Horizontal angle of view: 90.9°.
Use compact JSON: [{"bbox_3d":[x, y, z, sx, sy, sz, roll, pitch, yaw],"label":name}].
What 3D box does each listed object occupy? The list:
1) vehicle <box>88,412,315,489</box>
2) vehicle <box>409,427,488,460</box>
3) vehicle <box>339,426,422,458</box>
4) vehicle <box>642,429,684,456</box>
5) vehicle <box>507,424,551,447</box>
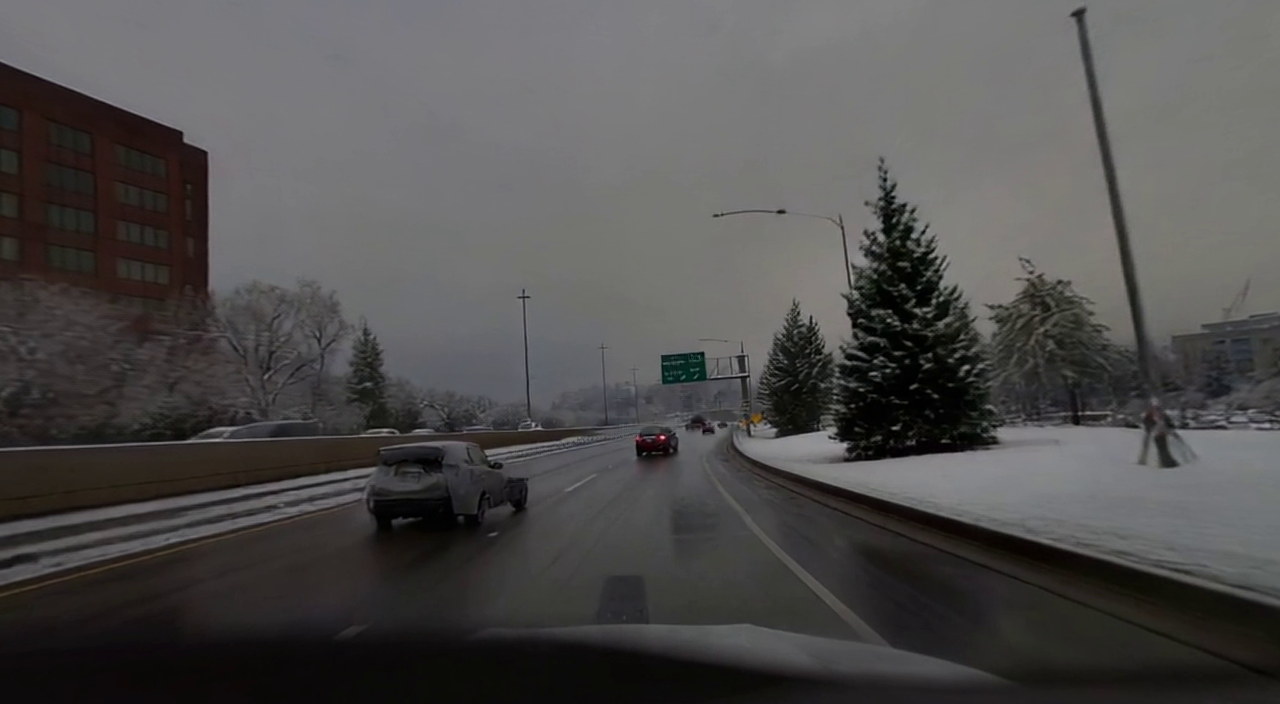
[{"bbox_3d":[-10.203,2.360,15.265,1.943,1.536,4.656,-1,-8,3],"label":"vehicle"},{"bbox_3d":[-9.237,4.473,30.826,2.020,1.470,4.639,-1,-8,6],"label":"vehicle"},{"bbox_3d":[-13.128,4.616,32.239,1.930,1.480,4.663,-1,-8,5],"label":"vehicle"},{"bbox_3d":[1.405,5.339,37.073,2.035,1.460,4.497,-2,-8,7],"label":"vehicle"},{"bbox_3d":[-8.037,6.153,46.023,1.982,1.586,4.452,-1,-8,7],"label":"vehicle"}]
